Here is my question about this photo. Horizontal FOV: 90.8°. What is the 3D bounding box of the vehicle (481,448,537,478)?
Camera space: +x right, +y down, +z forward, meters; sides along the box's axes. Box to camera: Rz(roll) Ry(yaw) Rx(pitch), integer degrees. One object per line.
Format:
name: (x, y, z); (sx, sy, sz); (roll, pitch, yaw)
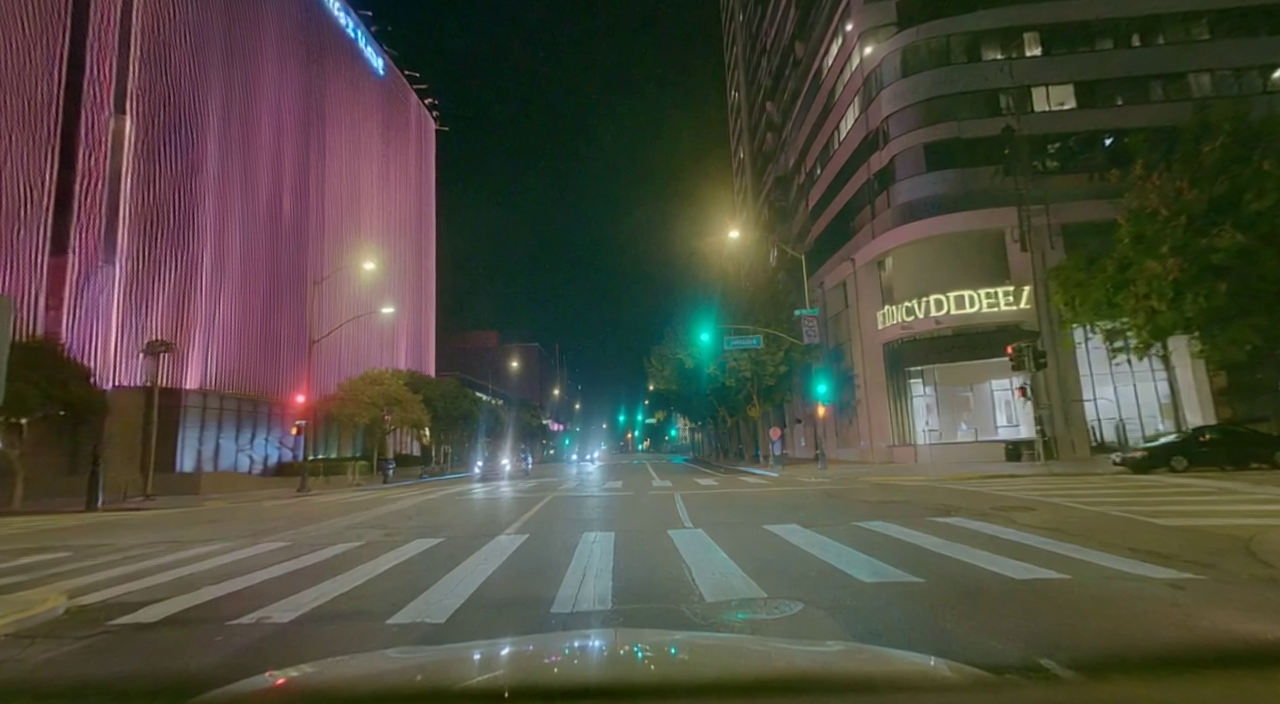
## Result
vehicle: (-6.932, 5.908, 33.892); (1.893, 1.451, 4.276); (-1, -9, 3)
